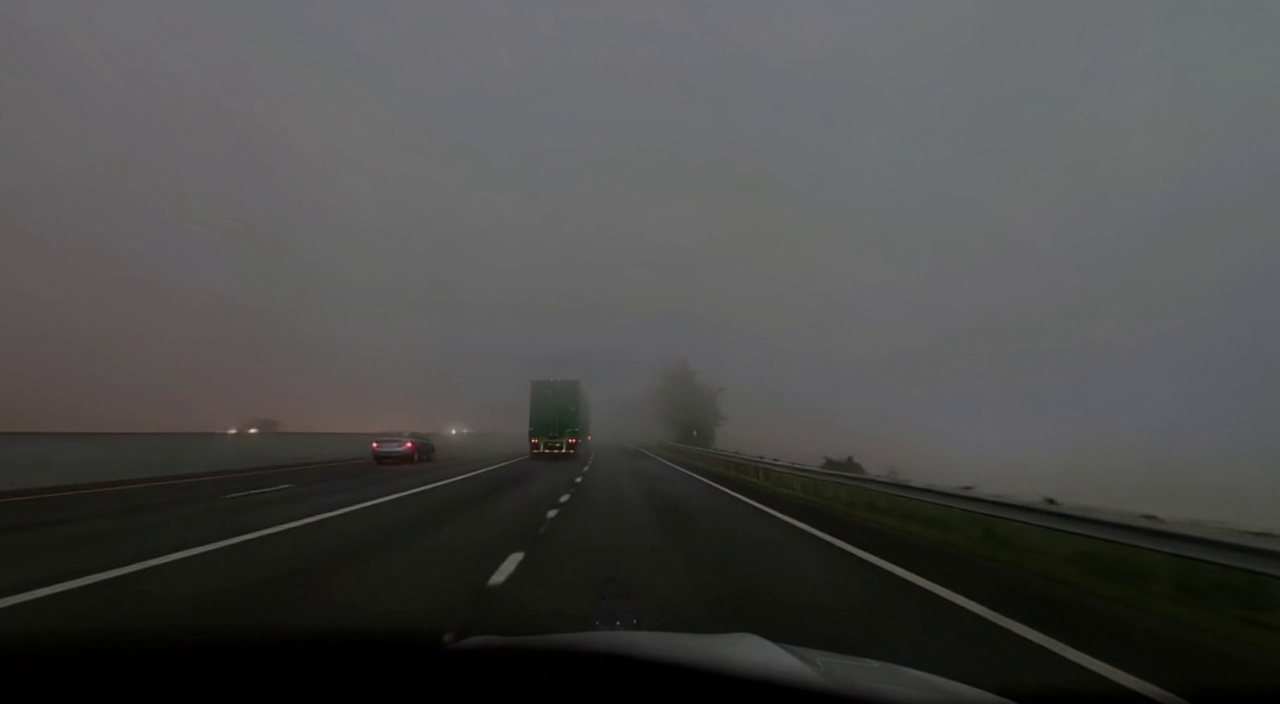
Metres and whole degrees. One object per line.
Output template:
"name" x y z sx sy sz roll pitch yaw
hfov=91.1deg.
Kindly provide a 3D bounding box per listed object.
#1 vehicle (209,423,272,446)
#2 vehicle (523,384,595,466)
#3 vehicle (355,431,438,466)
"vehicle" -28.438 5.911 44.925 1.872 1.586 4.129 0 -8 -1
"vehicle" -4.424 4.477 37.235 3.002 3.987 12.477 1 -8 -2
"vehicle" -11.579 4.589 30.298 2.138 1.531 4.864 0 -8 -2
